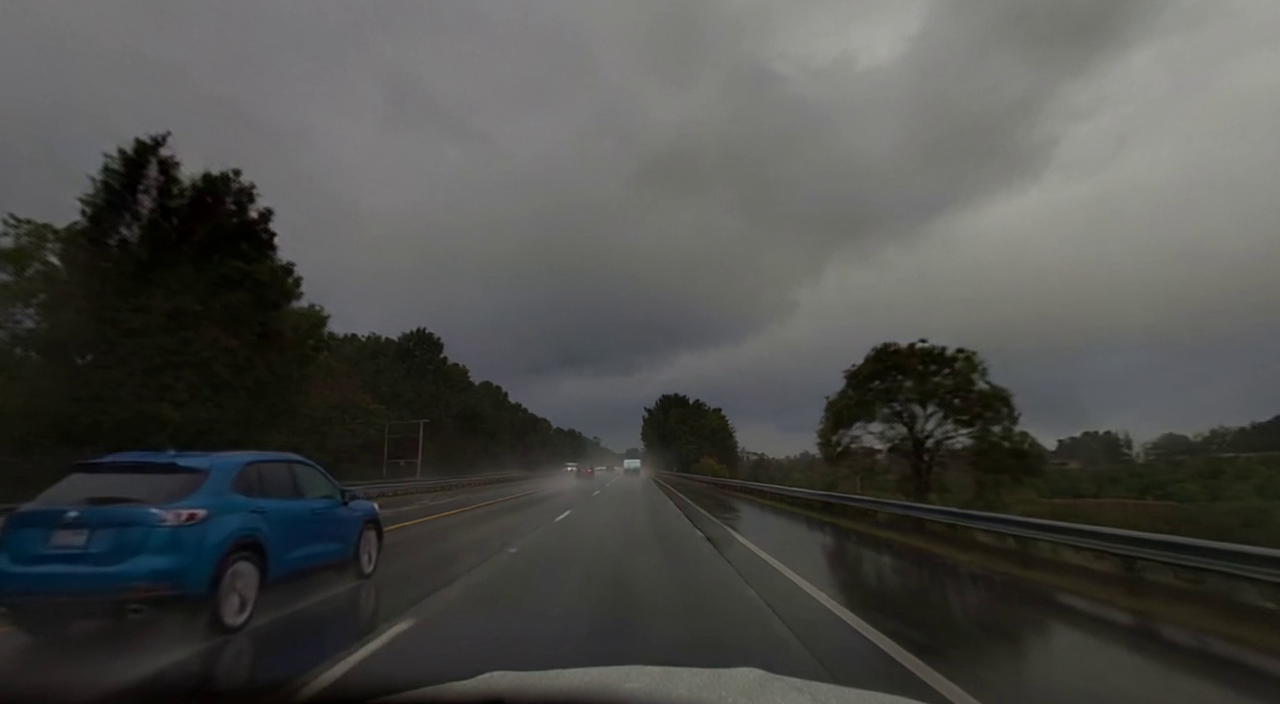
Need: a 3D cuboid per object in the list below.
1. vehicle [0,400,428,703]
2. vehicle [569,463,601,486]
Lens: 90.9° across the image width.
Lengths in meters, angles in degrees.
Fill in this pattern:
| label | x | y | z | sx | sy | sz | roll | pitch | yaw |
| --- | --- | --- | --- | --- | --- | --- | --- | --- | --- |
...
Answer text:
| label | x | y | z | sx | sy | sz | roll | pitch | yaw |
| --- | --- | --- | --- | --- | --- | --- | --- | --- | --- |
| vehicle | -3.784 | 1.507 | 5.609 | 2.123 | 1.666 | 4.709 | 1 | -10 | 0 |
| vehicle | -4.090 | 9.216 | 47.523 | 2.068 | 1.592 | 4.479 | 1 | -10 | 0 |
